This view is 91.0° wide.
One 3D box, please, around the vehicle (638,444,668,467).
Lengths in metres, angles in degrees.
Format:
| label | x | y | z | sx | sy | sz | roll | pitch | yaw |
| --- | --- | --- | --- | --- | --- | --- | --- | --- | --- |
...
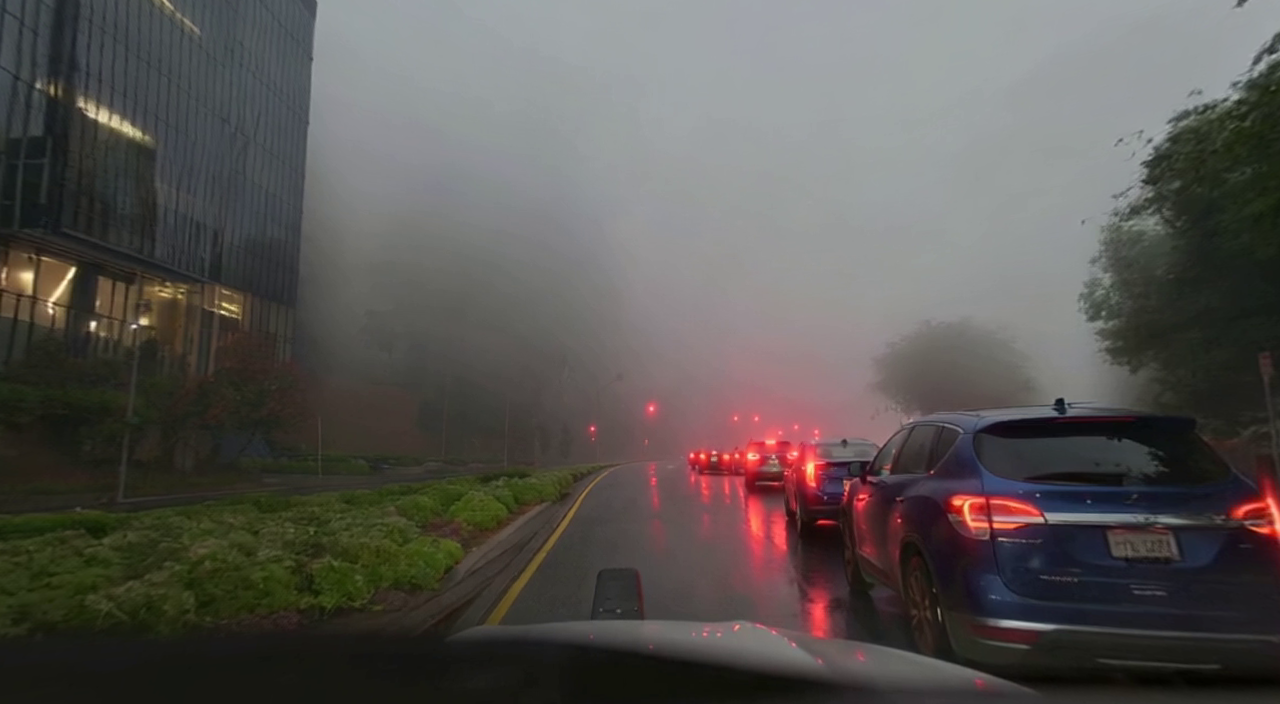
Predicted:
| label | x | y | z | sx | sy | sz | roll | pitch | yaw |
| --- | --- | --- | --- | --- | --- | --- | --- | --- | --- |
| vehicle | 1.061 | 8.170 | 49.768 | 2.121 | 1.728 | 4.161 | -1 | -9 | 5 |

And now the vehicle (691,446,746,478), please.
| label | x | y | z | sx | sy | sz | roll | pitch | yaw |
| --- | --- | --- | --- | --- | --- | --- | --- | --- | --- |
| vehicle | 3.951 | 5.615 | 32.486 | 2.183 | 1.553 | 3.923 | 0 | -9 | -2 |

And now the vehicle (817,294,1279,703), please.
| label | x | y | z | sx | sy | sz | roll | pitch | yaw |
| --- | --- | --- | --- | --- | --- | --- | --- | --- | --- |
| vehicle | 2.428 | 1.044 | 3.742 | 2.092 | 1.703 | 4.870 | -1 | -9 | 10 |
